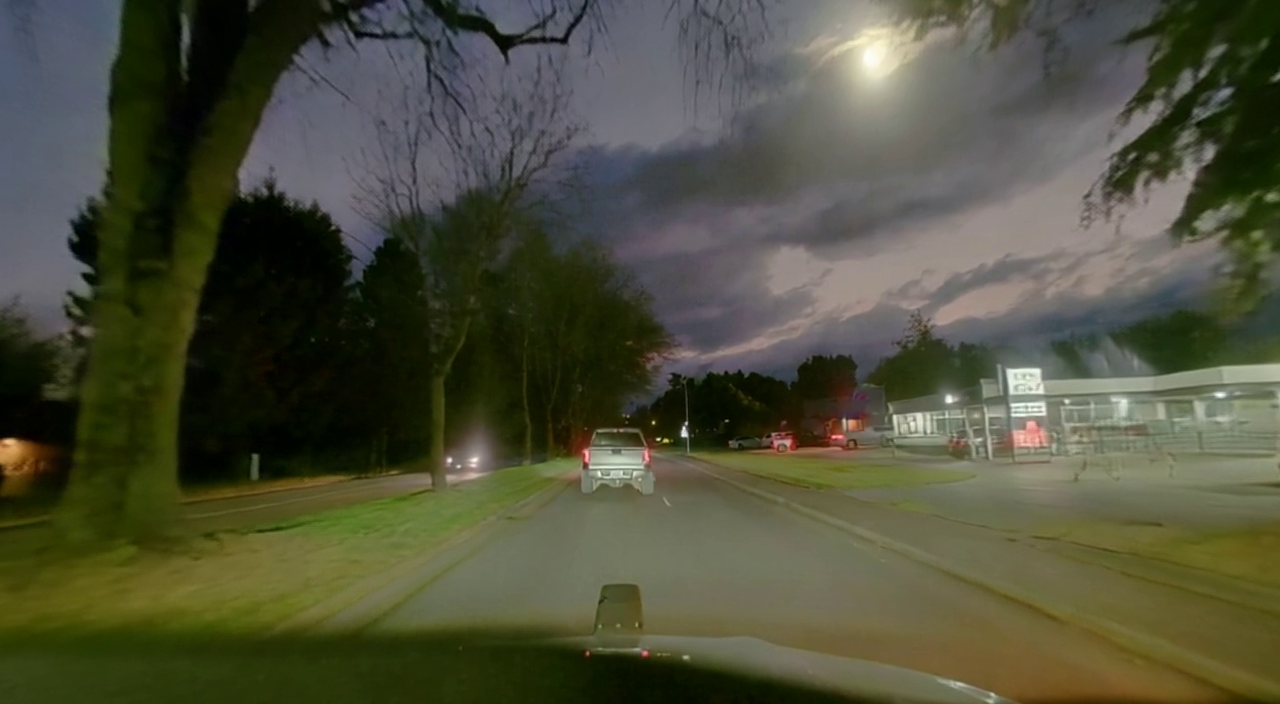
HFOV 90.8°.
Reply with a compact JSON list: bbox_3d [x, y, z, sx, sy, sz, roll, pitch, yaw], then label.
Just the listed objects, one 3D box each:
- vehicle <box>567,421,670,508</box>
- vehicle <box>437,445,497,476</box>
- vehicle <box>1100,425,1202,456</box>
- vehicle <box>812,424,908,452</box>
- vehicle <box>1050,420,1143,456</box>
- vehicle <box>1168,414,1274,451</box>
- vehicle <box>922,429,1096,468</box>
[{"bbox_3d":[-0.511,2.793,16.253,2.157,1.816,5.804,0,-8,-1],"label":"vehicle"},{"bbox_3d":[-9.038,5.676,33.408,2.027,1.493,4.707,0,-8,-2],"label":"vehicle"},{"bbox_3d":[25.631,4.449,31.852,1.816,1.452,3.934,0,-8,0],"label":"vehicle"},{"bbox_3d":[13.088,5.168,37.825,4.788,1.625,2.319,0,-8,-3],"label":"vehicle"},{"bbox_3d":[22.964,4.380,31.972,1.870,1.716,3.660,0,-8,0],"label":"vehicle"},{"bbox_3d":[29.489,4.142,32.223,1.666,1.765,3.809,0,-8,0],"label":"vehicle"},{"bbox_3d":[14.271,3.761,24.746,5.344,1.440,2.318,0,-8,2],"label":"vehicle"}]
